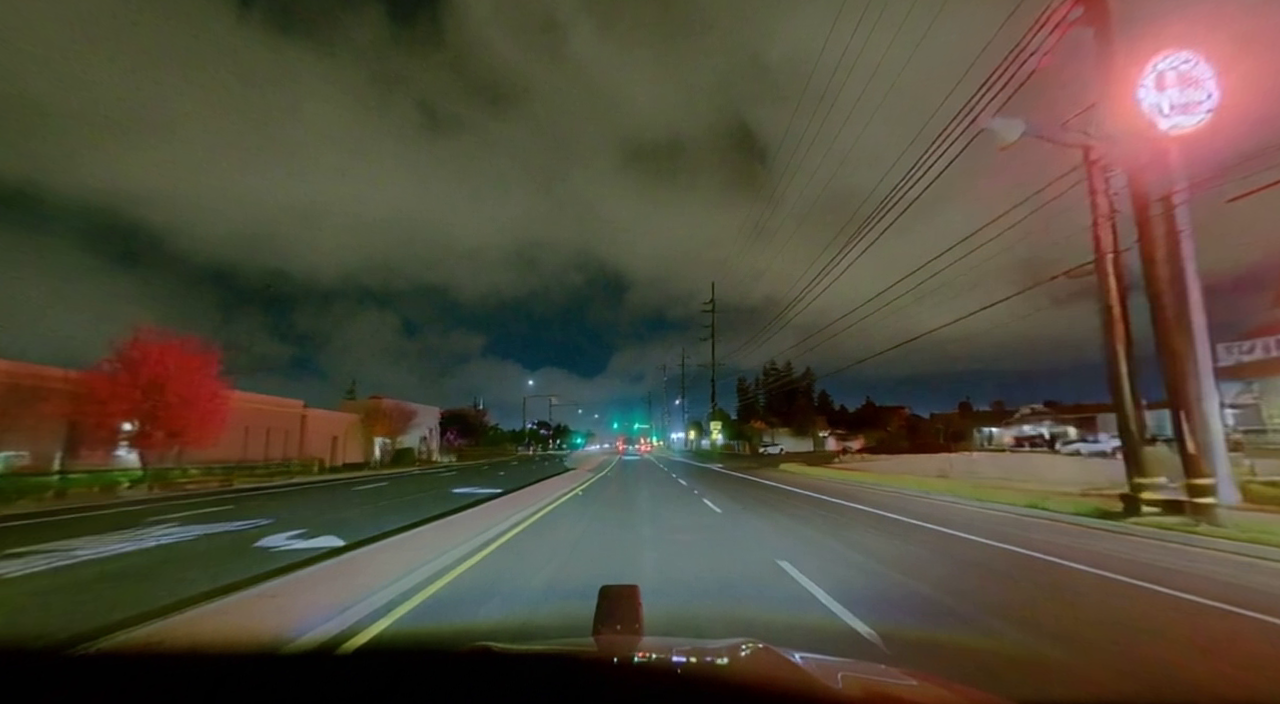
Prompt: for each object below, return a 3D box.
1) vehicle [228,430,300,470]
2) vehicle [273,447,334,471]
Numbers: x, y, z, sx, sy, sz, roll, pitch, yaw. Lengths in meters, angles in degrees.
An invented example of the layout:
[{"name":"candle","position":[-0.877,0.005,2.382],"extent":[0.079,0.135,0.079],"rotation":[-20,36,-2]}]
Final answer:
[{"name":"vehicle","position":[-25.708,6.717,43.428],"extent":[2.364,2.577,5.460],"rotation":[2,-9,-11]},{"name":"vehicle","position":[-23.142,7.347,43.661],"extent":[1.972,1.505,4.657],"rotation":[1,-9,-5]}]
